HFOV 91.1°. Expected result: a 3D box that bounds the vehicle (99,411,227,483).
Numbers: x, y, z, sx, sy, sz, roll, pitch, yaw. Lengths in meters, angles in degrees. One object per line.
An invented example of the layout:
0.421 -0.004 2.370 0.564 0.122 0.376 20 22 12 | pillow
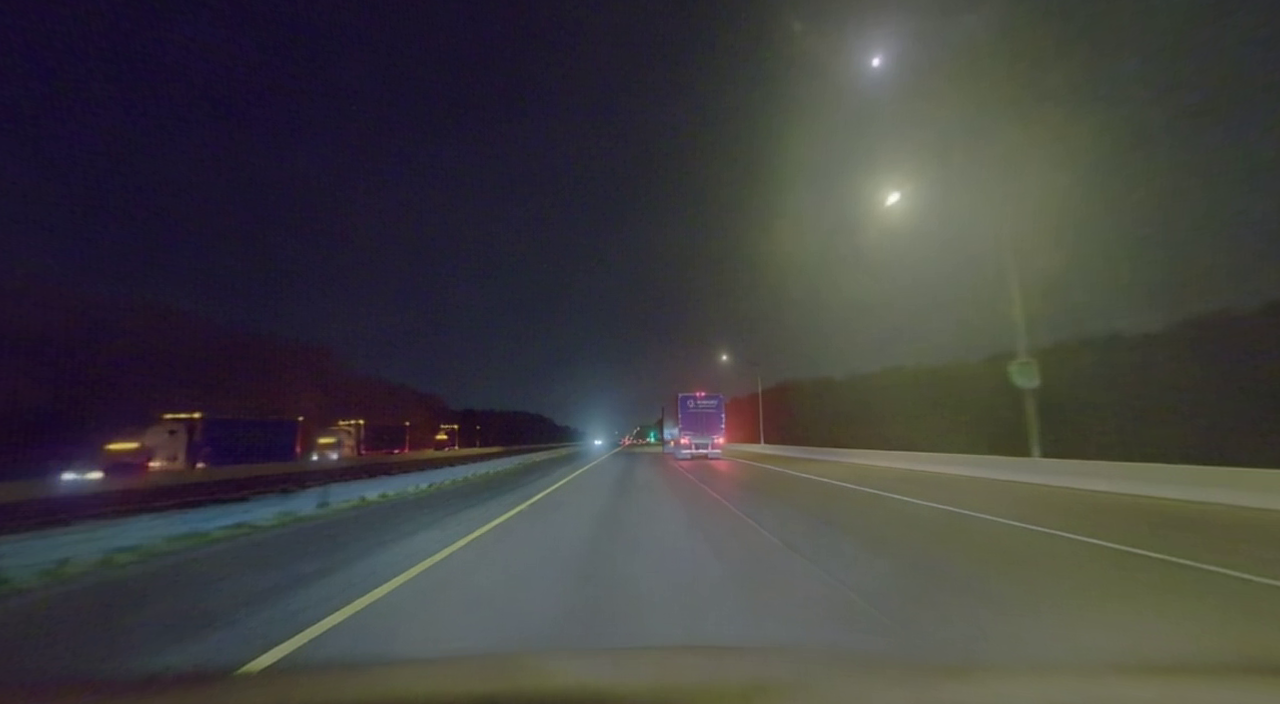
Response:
-29.261 5.835 39.074 3.001 4.033 6.755 1 -8 -6 | vehicle

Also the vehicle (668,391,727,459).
3.470 4.742 40.410 2.888 3.866 8.380 0 -8 -1 | vehicle

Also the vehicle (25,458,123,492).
-28.141 6.081 31.435 1.833 1.425 4.295 2 -8 -16 | vehicle
